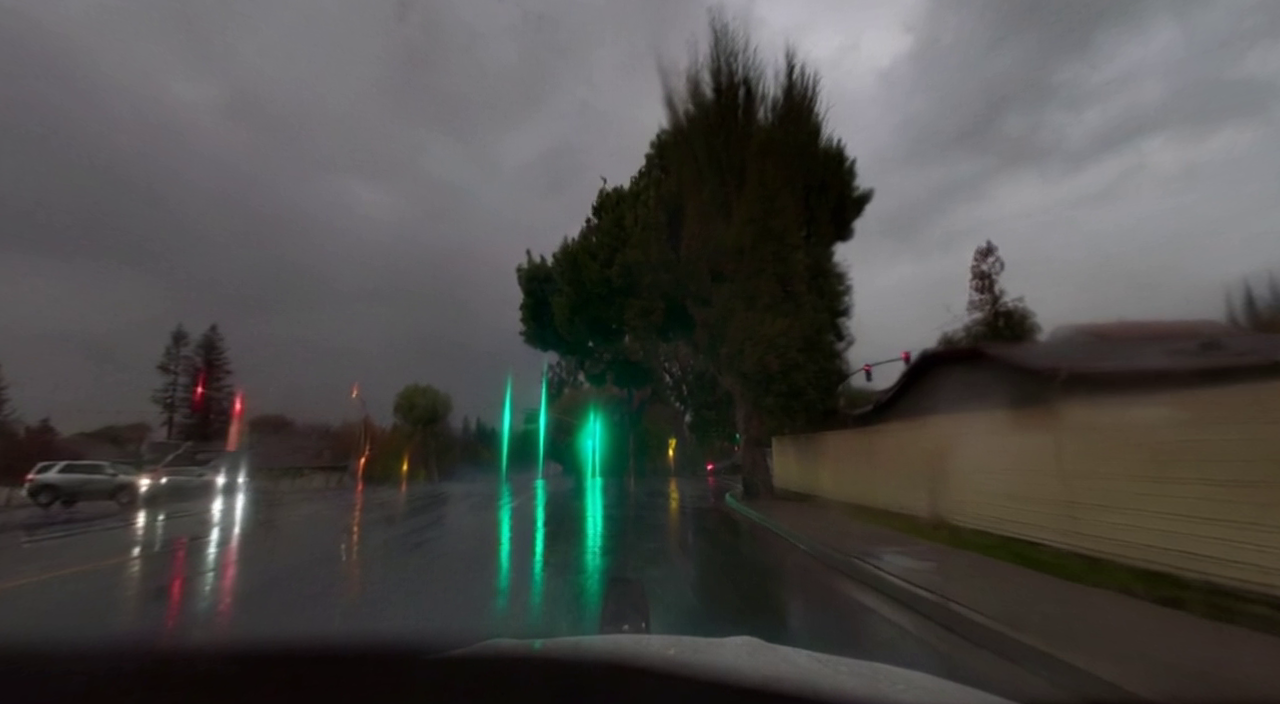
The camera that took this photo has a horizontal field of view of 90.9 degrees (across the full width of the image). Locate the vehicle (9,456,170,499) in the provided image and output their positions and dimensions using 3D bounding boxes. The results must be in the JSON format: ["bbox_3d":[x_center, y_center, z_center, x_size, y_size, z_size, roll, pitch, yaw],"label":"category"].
[{"bbox_3d":[-25.345,5.779,29.227,5.107,1.749,2.254,0,-9,-6],"label":"vehicle"}]

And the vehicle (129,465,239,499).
[{"bbox_3d":[-26.284,7.485,36.442,4.664,1.728,1.959,0,-9,-6],"label":"vehicle"}]

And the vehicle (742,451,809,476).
[{"bbox_3d":[9.406,7.745,43.824,4.106,1.583,1.806,1,-9,-9],"label":"vehicle"}]

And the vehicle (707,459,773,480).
[{"bbox_3d":[7.453,8.775,47.103,4.510,1.461,1.828,1,-9,-9],"label":"vehicle"}]
